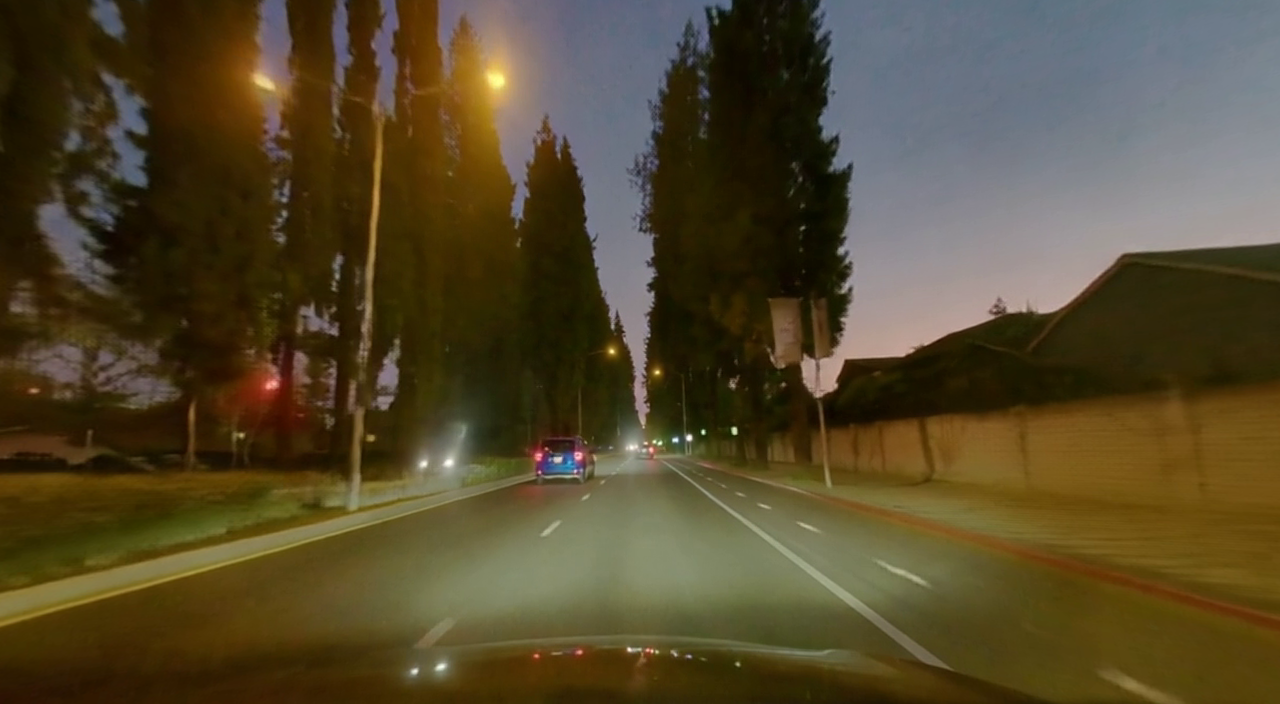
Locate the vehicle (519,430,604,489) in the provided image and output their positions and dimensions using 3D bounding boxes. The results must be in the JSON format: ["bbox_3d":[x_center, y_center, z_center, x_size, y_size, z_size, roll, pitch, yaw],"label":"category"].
[{"bbox_3d":[-2.608,3.757,22.216,2.281,1.837,4.845,0,-9,2],"label":"vehicle"}]

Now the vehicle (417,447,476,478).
[{"bbox_3d":[-10.646,6.101,34.893,1.876,1.590,4.060,-1,-9,2],"label":"vehicle"}]

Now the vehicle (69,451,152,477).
[{"bbox_3d":[-34.651,7.308,41.233,1.926,1.637,3.948,0,-9,-1],"label":"vehicle"}]
